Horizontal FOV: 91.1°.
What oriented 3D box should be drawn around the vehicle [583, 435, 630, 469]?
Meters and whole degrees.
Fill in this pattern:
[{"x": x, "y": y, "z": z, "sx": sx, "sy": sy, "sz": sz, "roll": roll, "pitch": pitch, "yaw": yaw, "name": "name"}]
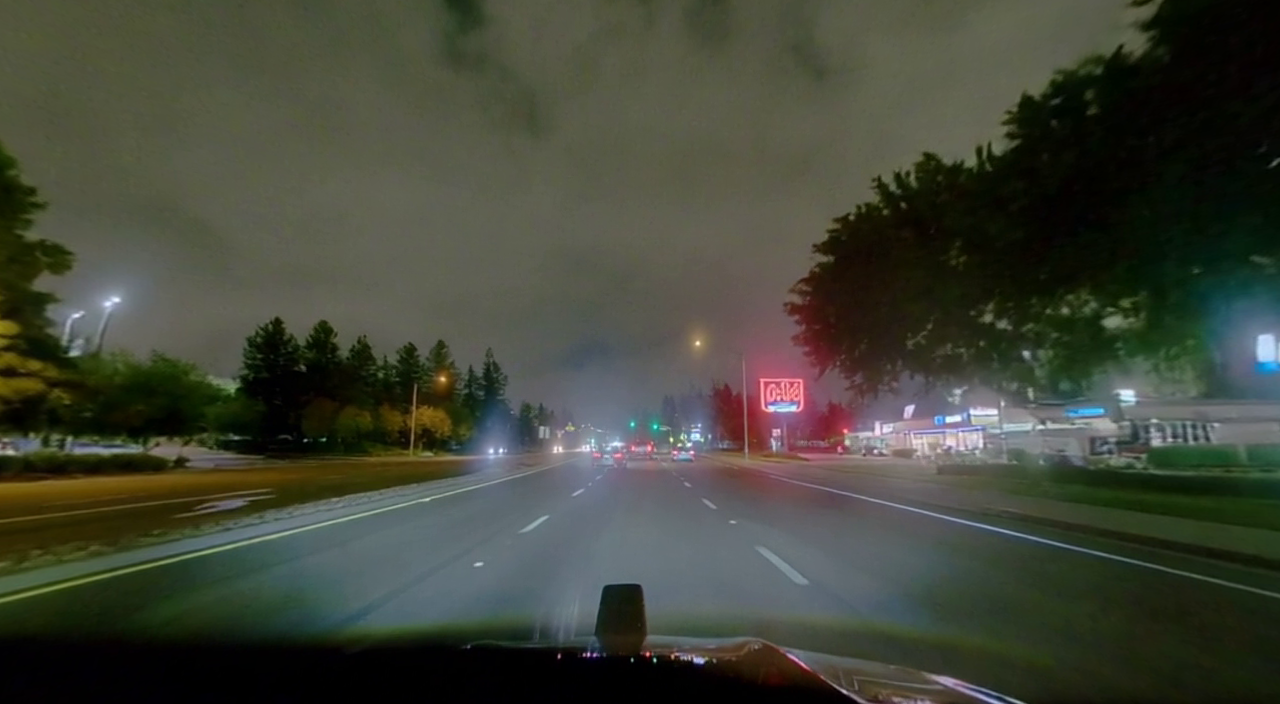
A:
[{"x": -1.906, "y": 5.950, "z": 37.473, "sx": 2.222, "sy": 1.899, "sz": 5.006, "roll": 0, "pitch": -8, "yaw": 4, "name": "vehicle"}]
